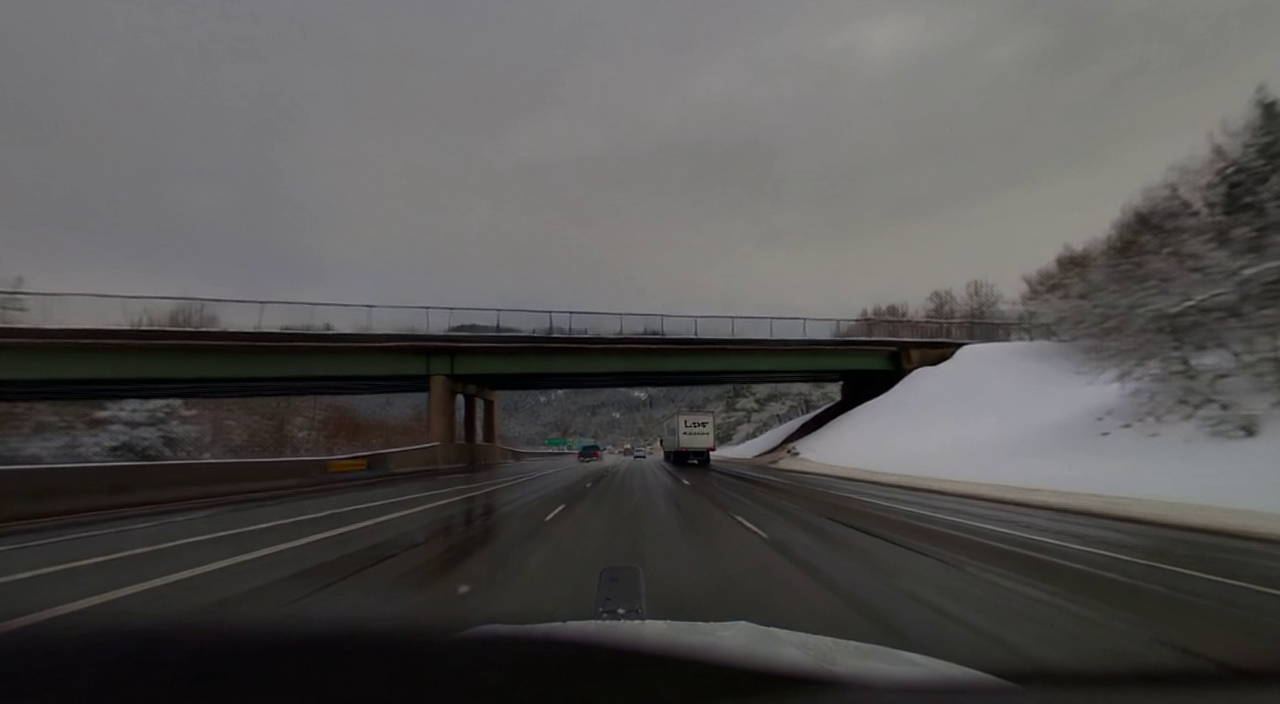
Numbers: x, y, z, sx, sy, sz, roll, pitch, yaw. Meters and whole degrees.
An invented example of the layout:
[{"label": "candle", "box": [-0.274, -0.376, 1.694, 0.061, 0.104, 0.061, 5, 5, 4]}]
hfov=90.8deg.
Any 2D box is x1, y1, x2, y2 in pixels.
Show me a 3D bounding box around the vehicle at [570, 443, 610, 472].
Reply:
[{"label": "vehicle", "box": [-2.942, 6.405, 38.356, 2.052, 1.654, 4.303, 0, -9, 0]}]
